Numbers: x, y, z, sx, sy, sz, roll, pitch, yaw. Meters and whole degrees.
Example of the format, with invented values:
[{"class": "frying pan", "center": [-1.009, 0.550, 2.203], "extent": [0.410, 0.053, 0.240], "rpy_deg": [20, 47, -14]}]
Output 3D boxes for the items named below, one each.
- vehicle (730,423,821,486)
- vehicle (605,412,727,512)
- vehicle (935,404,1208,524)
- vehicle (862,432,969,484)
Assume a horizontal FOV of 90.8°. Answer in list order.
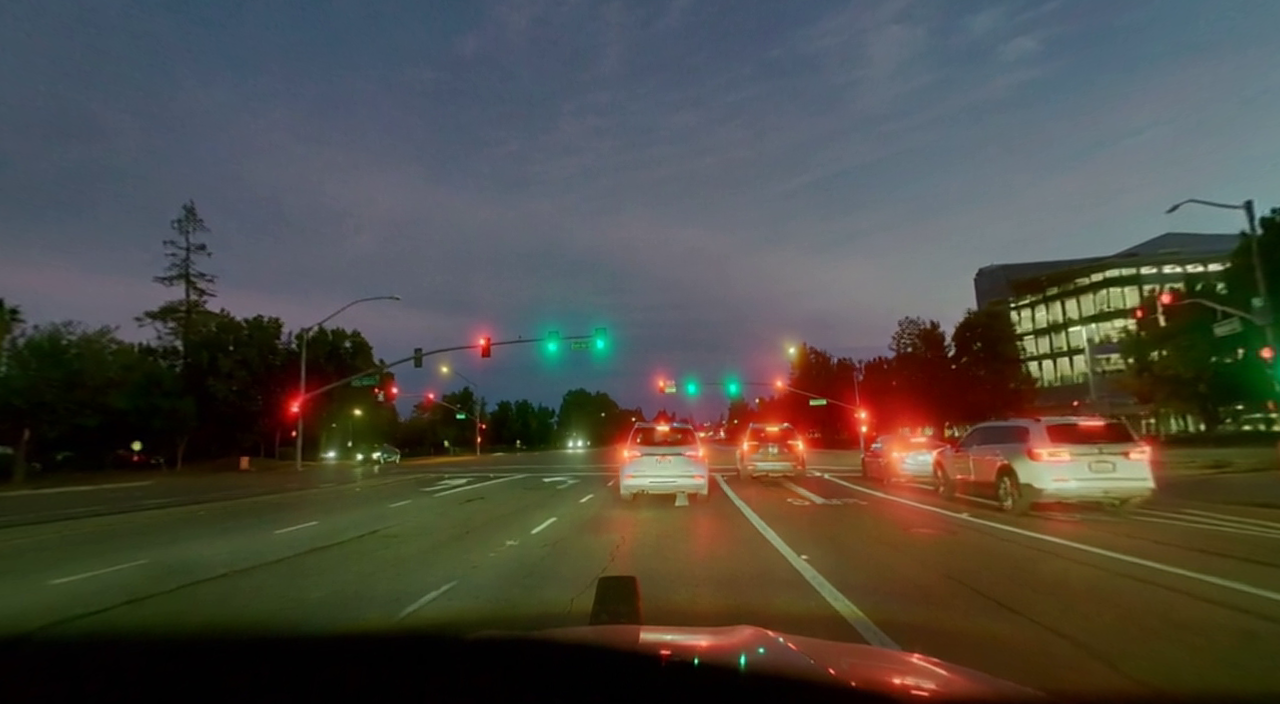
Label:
[{"class": "vehicle", "center": [4.190, 3.262, 20.378], "extent": [2.188, 1.774, 4.646], "rpy_deg": [0, -9, 4]}, {"class": "vehicle", "center": [0.541, 2.300, 13.612], "extent": [2.211, 1.795, 4.179], "rpy_deg": [0, -9, 2]}, {"class": "vehicle", "center": [7.564, 2.023, 11.813], "extent": [2.074, 1.791, 4.393], "rpy_deg": [0, -9, 2]}, {"class": "vehicle", "center": [8.691, 3.384, 20.371], "extent": [1.862, 1.471, 4.297], "rpy_deg": [-1, -9, 5]}]
